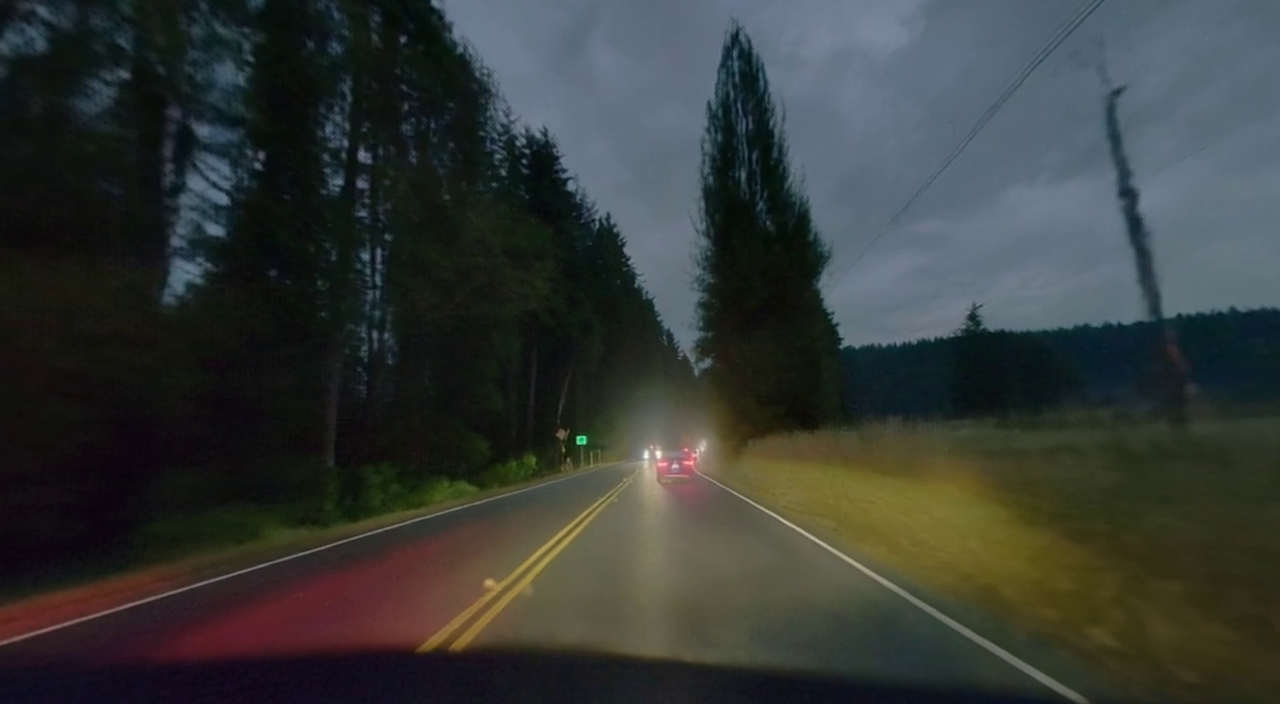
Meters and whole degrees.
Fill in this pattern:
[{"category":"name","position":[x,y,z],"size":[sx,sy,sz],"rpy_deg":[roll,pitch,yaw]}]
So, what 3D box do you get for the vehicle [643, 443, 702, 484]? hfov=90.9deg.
[{"category":"vehicle","position":[1.320,4.657,26.671],"size":[2.274,1.583,4.349],"rpy_deg":[0,-8,2]}]
